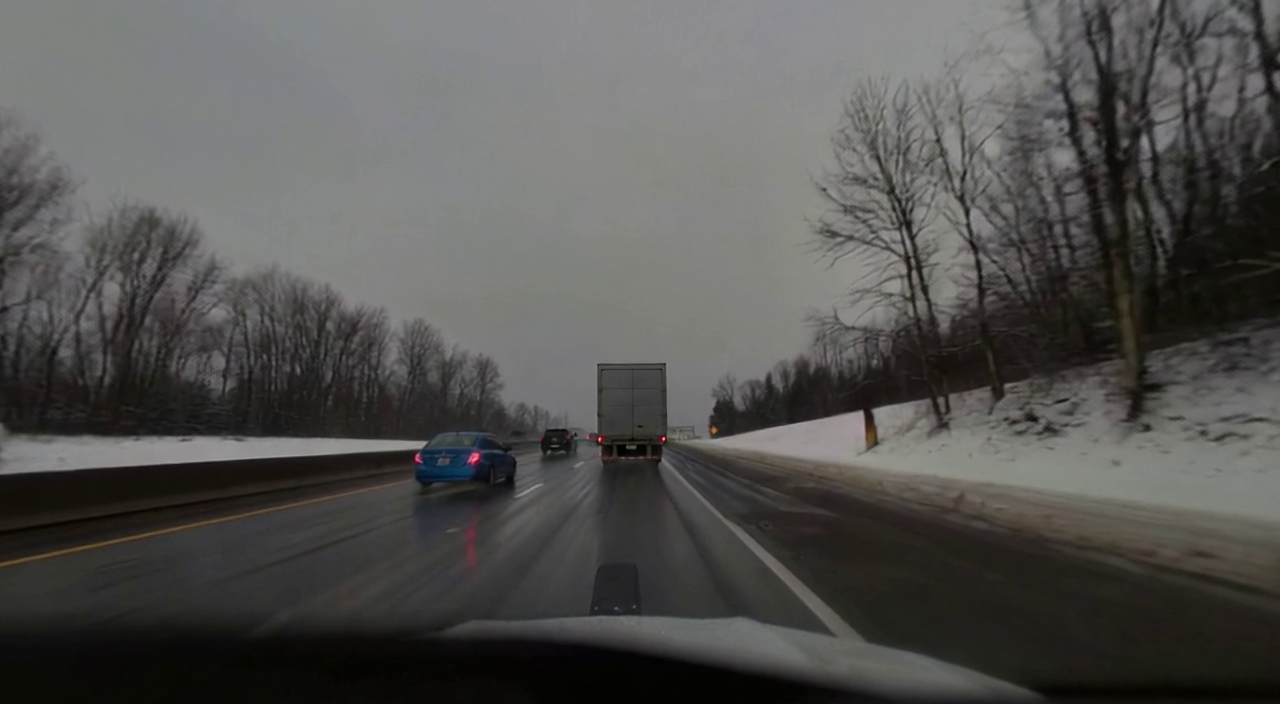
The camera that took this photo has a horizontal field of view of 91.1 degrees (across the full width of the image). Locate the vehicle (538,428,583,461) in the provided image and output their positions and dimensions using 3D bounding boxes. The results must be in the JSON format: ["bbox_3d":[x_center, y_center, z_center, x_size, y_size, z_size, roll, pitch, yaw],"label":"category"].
[{"bbox_3d":[-4.644,5.463,37.448,2.019,1.834,4.644,0,-8,0],"label":"vehicle"}]

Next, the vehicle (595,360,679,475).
[{"bbox_3d":[-0.239,2.960,27.180,2.953,4.041,10.072,0,-8,-1],"label":"vehicle"}]

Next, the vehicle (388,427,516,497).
[{"bbox_3d":[-4.620,2.735,16.191,1.931,1.539,4.441,0,-8,0],"label":"vehicle"}]
